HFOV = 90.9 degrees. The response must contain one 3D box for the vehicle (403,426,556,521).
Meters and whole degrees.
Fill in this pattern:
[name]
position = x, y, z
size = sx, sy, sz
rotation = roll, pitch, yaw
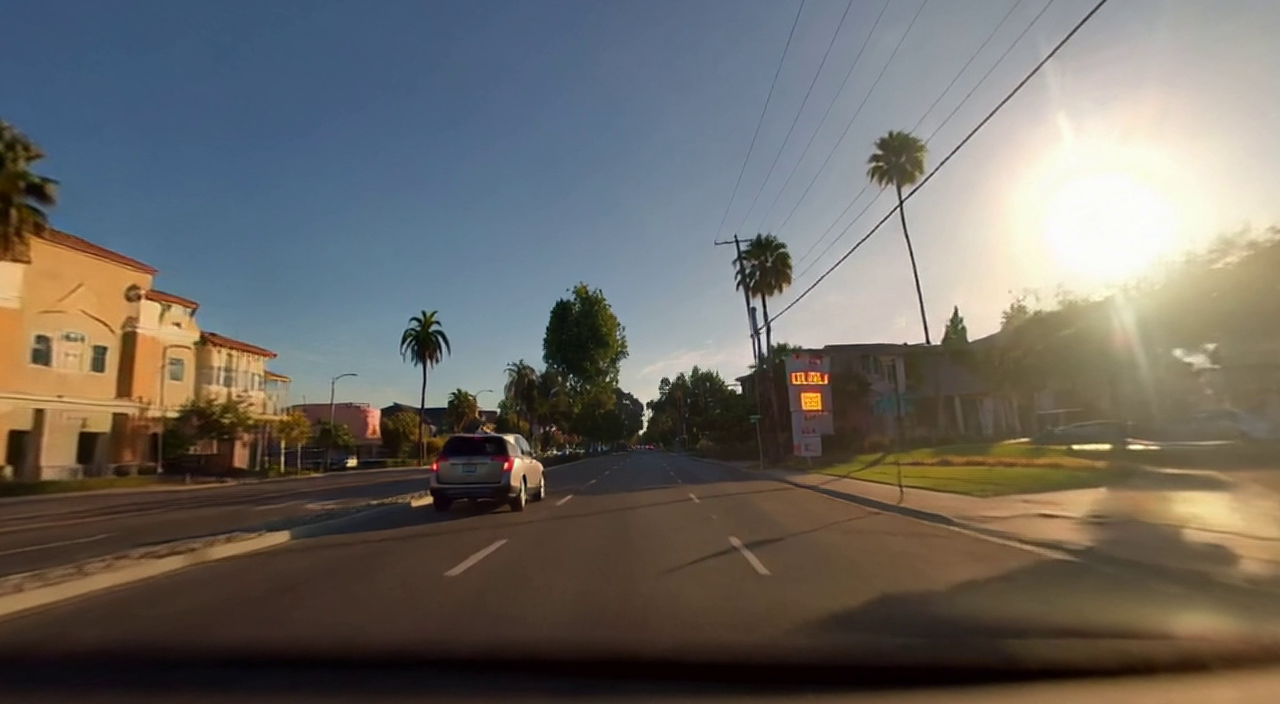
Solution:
[vehicle]
position = -3.241, 2.575, 13.890
size = 2.062, 1.693, 4.669
rotation = 0, -9, 1
